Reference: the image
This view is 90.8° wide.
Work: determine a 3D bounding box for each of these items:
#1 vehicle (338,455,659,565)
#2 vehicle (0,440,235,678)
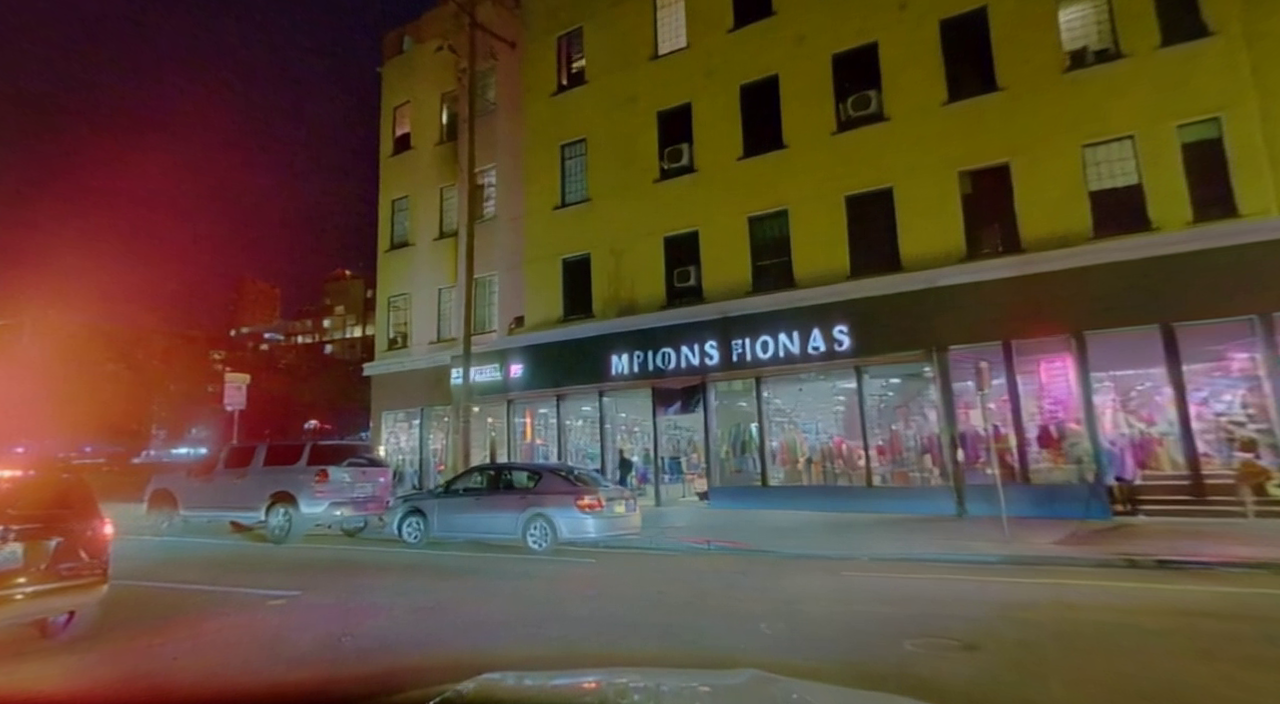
[{"bbox_3d":[-2.273,2.420,10.264,4.830,1.421,1.826,-4,-9,20],"label":"vehicle"},{"bbox_3d":[-5.765,1.489,5.237,4.330,1.458,1.932,-4,-9,25],"label":"vehicle"}]
